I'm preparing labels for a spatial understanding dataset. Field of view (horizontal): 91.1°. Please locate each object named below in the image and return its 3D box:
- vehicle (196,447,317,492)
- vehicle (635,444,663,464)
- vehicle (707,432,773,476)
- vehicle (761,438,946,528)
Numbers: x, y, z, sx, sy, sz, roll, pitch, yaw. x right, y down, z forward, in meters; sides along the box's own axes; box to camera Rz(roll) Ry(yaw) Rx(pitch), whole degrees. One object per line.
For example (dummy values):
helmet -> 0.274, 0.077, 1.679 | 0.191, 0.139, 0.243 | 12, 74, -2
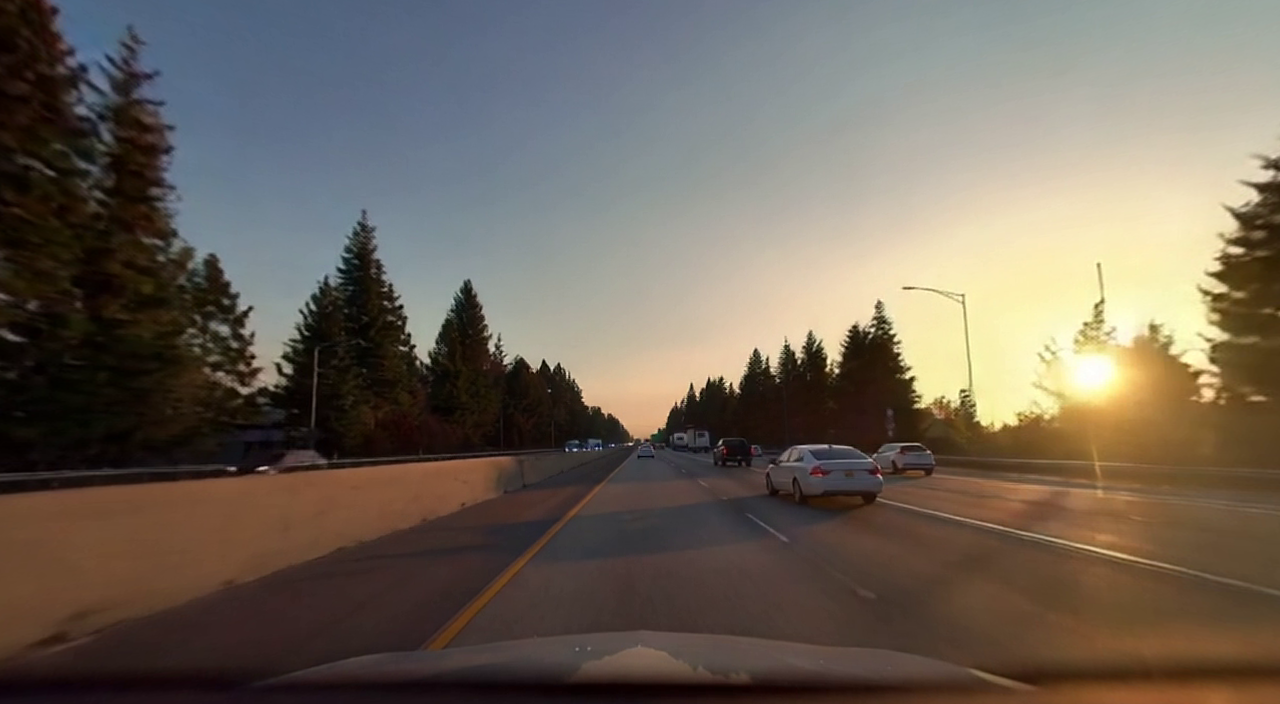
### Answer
vehicle -> -15.213, 4.639, 25.244 | 2.012, 1.624, 4.428 | 0, -8, 1
vehicle -> 0.639, 7.832, 48.471 | 2.052, 1.472, 4.295 | 0, -8, 0
vehicle -> 4.691, 4.888, 30.350 | 2.206, 1.902, 5.460 | 0, -8, -1
vehicle -> 3.969, 2.499, 12.723 | 1.904, 1.453, 4.789 | 0, -8, -2
